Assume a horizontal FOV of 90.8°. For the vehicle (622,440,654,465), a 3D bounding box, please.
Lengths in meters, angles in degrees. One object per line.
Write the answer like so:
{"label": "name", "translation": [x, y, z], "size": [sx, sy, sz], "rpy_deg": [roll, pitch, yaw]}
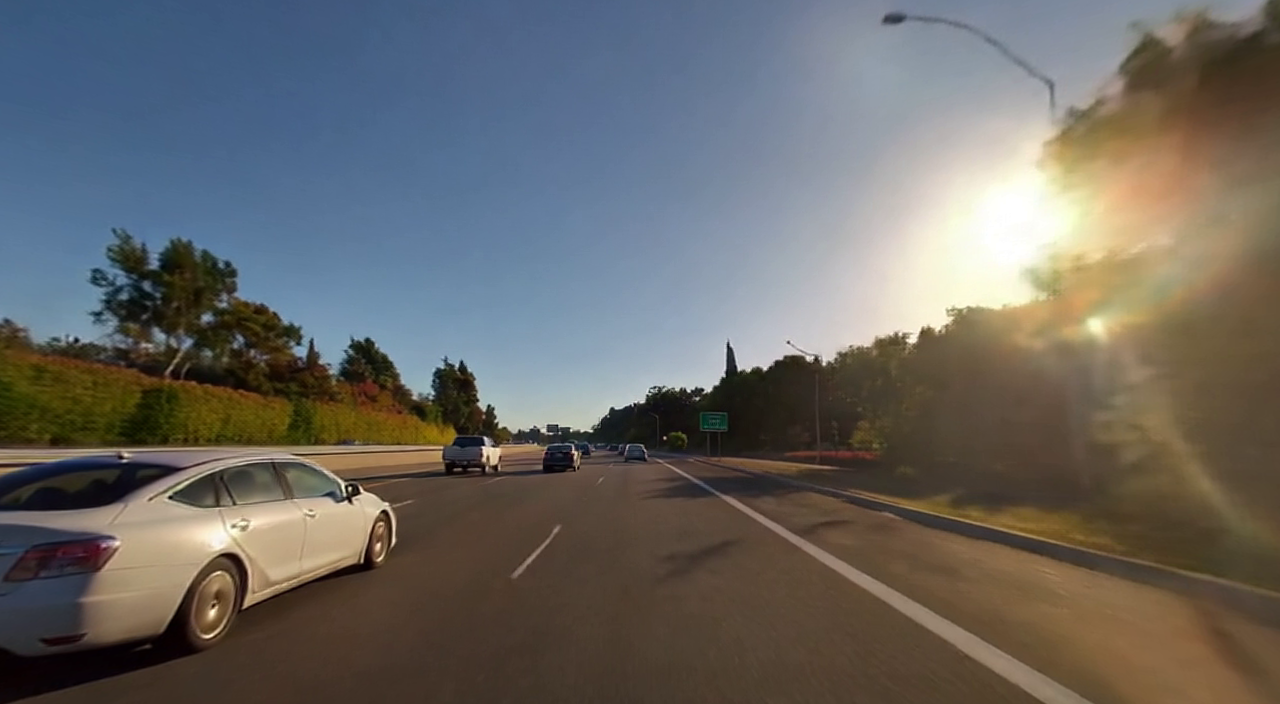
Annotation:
{"label": "vehicle", "translation": [-0.208, 6.633, 41.802], "size": [2.018, 1.508, 4.087], "rpy_deg": [0, -8, -2]}

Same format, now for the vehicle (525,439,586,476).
{"label": "vehicle", "translation": [-3.591, 4.583, 27.683], "size": [2.068, 1.501, 4.395], "rpy_deg": [0, -8, 0]}

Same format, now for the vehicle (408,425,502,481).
{"label": "vehicle", "translation": [-7.206, 3.993, 25.288], "size": [2.171, 1.982, 5.246], "rpy_deg": [0, -8, -1]}

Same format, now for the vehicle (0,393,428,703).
{"label": "vehicle", "translation": [-3.350, 1.241, 4.717], "size": [2.025, 1.506, 4.429], "rpy_deg": [0, -8, -1]}
